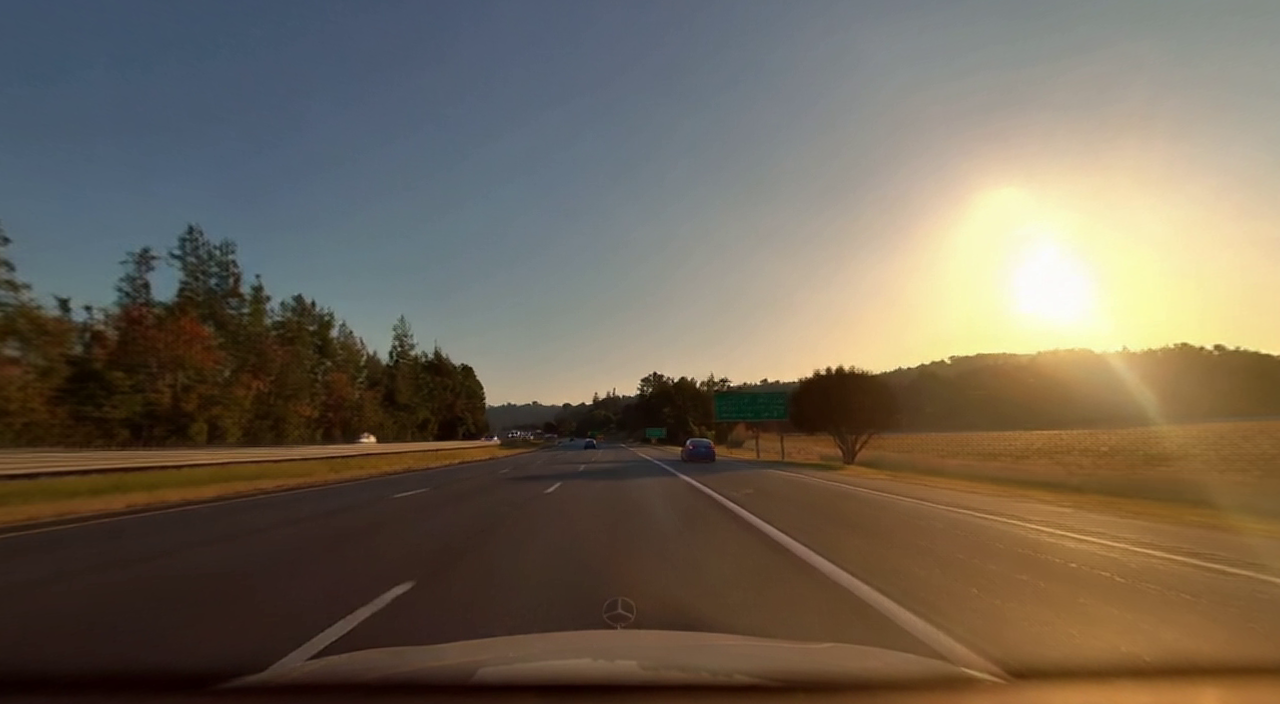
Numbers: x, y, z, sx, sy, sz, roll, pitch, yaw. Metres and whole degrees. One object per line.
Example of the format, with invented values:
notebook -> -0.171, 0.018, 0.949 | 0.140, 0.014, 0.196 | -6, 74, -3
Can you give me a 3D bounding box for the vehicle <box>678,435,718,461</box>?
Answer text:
vehicle -> 3.788, 6.351, 41.953 | 2.084, 1.614, 4.762 | 0, -8, -1
